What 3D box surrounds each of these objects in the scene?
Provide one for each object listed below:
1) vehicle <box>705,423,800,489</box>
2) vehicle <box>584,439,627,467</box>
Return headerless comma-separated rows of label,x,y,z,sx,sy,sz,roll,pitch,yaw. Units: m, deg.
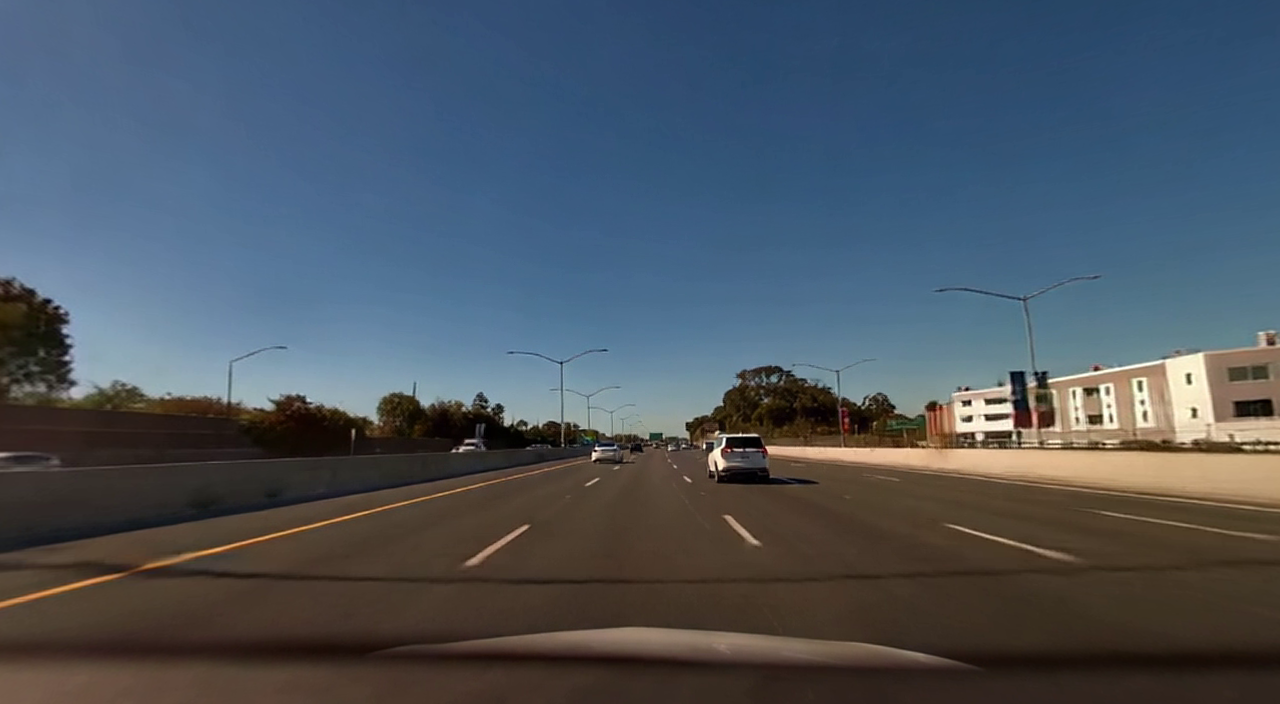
vehicle,3.445,3.300,20.351,2.148,1.852,4.835,0,-8,0
vehicle,-1.967,5.920,37.201,2.080,1.542,4.718,-1,-8,2
